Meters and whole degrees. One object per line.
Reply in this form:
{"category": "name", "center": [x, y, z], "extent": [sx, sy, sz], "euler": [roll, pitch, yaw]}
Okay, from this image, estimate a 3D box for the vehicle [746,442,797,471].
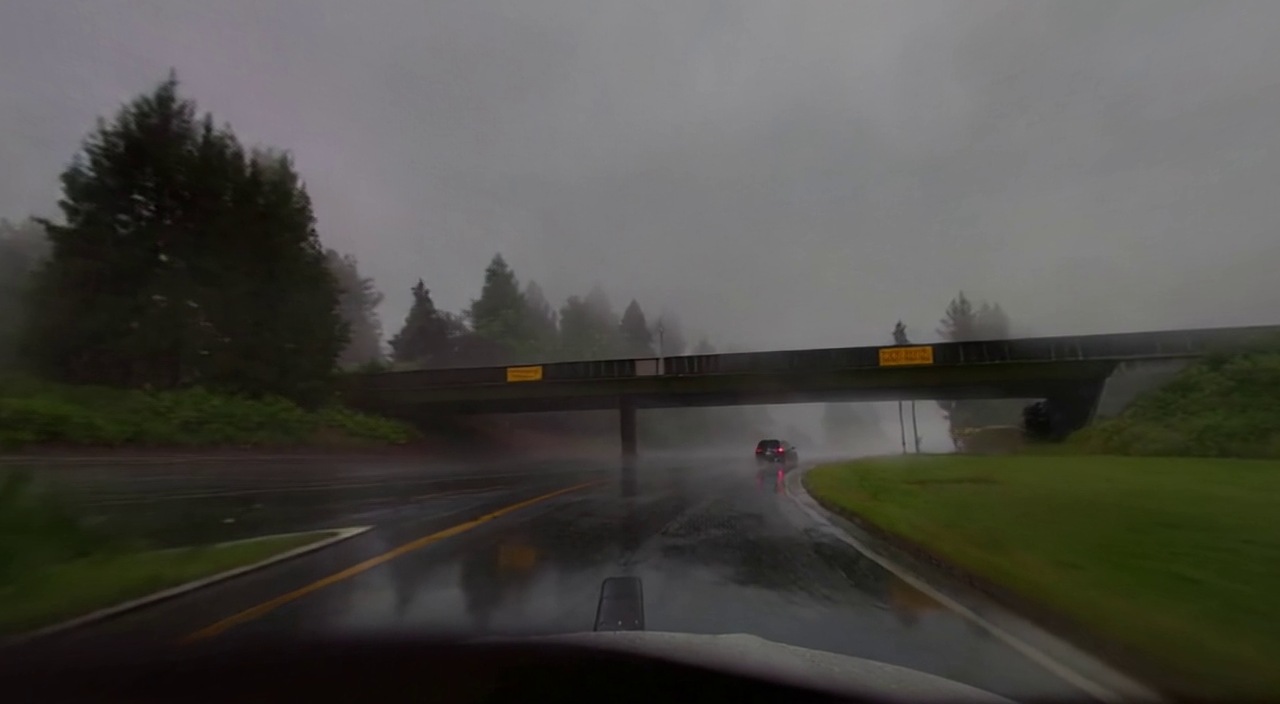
{"category": "vehicle", "center": [6.971, 5.489, 33.115], "extent": [1.980, 1.449, 3.650], "euler": [-4, -10, 21]}
